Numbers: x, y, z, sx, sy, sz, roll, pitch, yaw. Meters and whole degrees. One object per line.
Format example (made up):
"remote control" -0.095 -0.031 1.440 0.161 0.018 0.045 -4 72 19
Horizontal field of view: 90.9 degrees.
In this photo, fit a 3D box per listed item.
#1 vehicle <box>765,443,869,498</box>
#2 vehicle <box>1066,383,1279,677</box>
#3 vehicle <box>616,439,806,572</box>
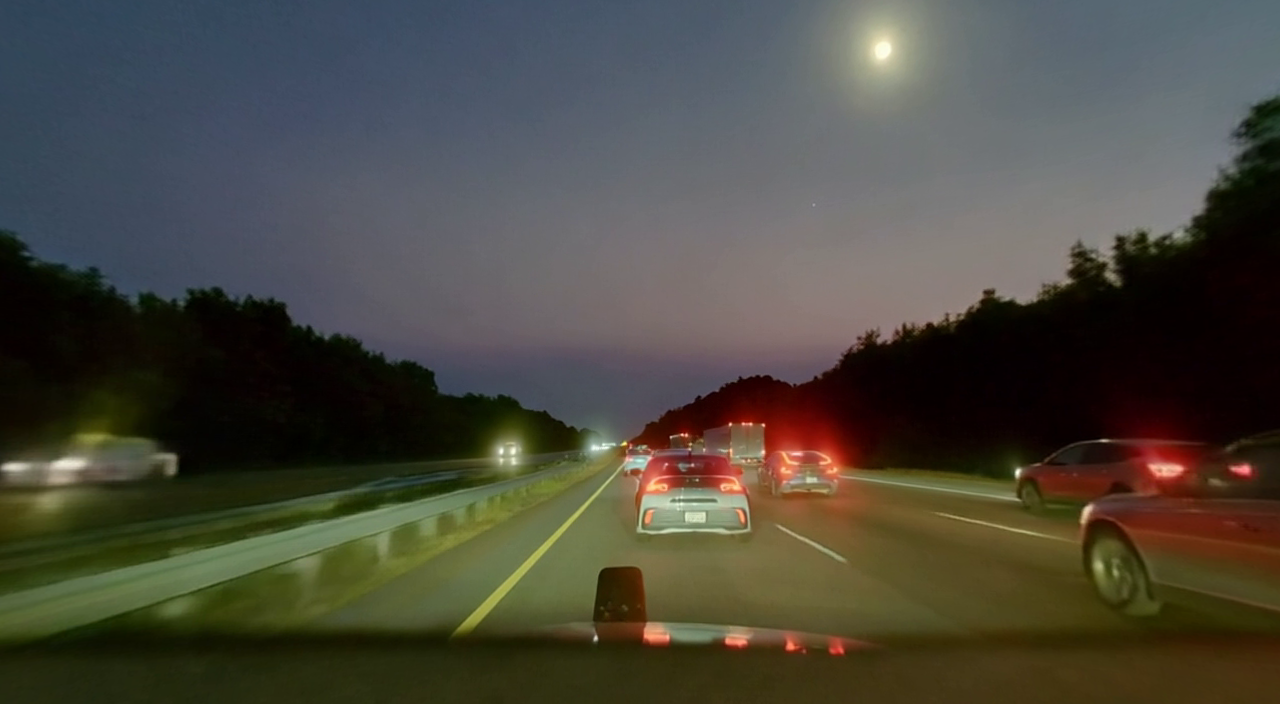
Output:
"vehicle" 5.284 3.583 19.421 1.908 1.500 4.157 0 -9 -1
"vehicle" 4.651 0.916 2.978 1.998 1.657 4.604 0 -9 0
"vehicle" 0.740 1.984 8.847 2.094 1.426 3.725 0 -9 -1
